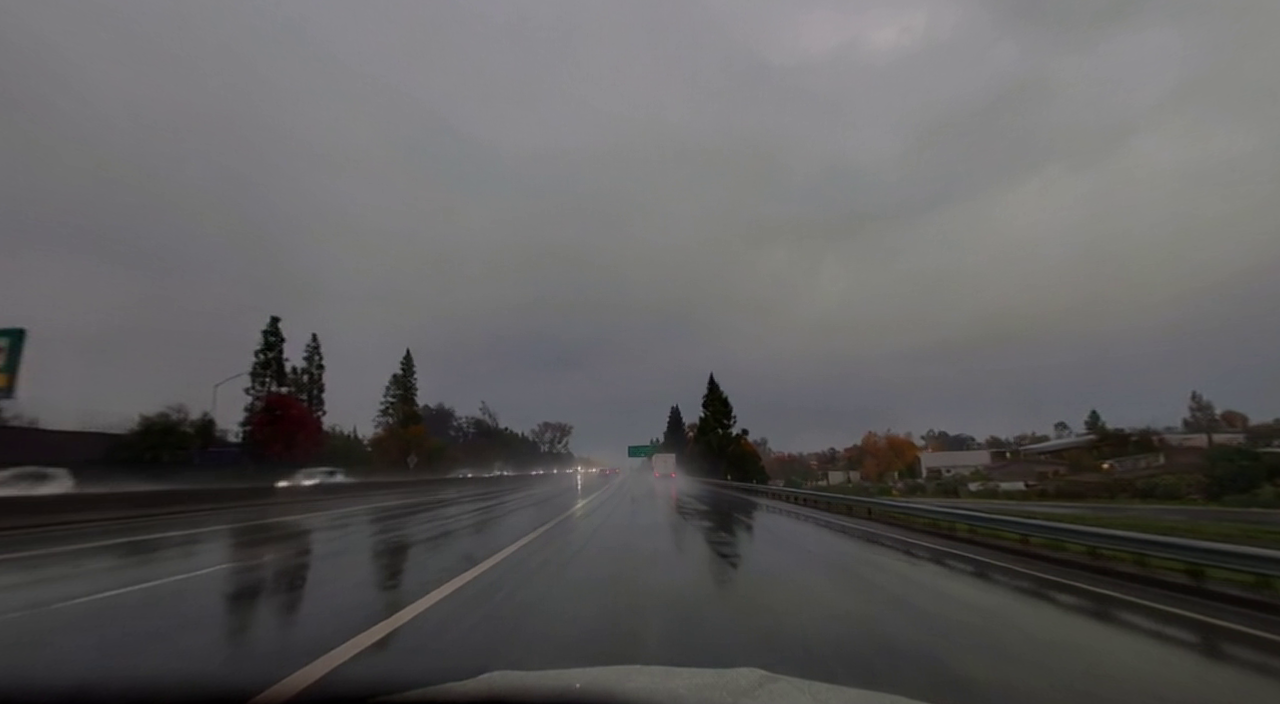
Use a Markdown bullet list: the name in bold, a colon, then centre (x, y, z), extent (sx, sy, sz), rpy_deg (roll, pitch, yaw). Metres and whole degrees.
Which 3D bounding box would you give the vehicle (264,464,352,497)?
- **vehicle**: centre (-16.107, 6.252, 30.846), extent (1.866, 1.444, 4.404), rpy_deg (0, -11, 0)
